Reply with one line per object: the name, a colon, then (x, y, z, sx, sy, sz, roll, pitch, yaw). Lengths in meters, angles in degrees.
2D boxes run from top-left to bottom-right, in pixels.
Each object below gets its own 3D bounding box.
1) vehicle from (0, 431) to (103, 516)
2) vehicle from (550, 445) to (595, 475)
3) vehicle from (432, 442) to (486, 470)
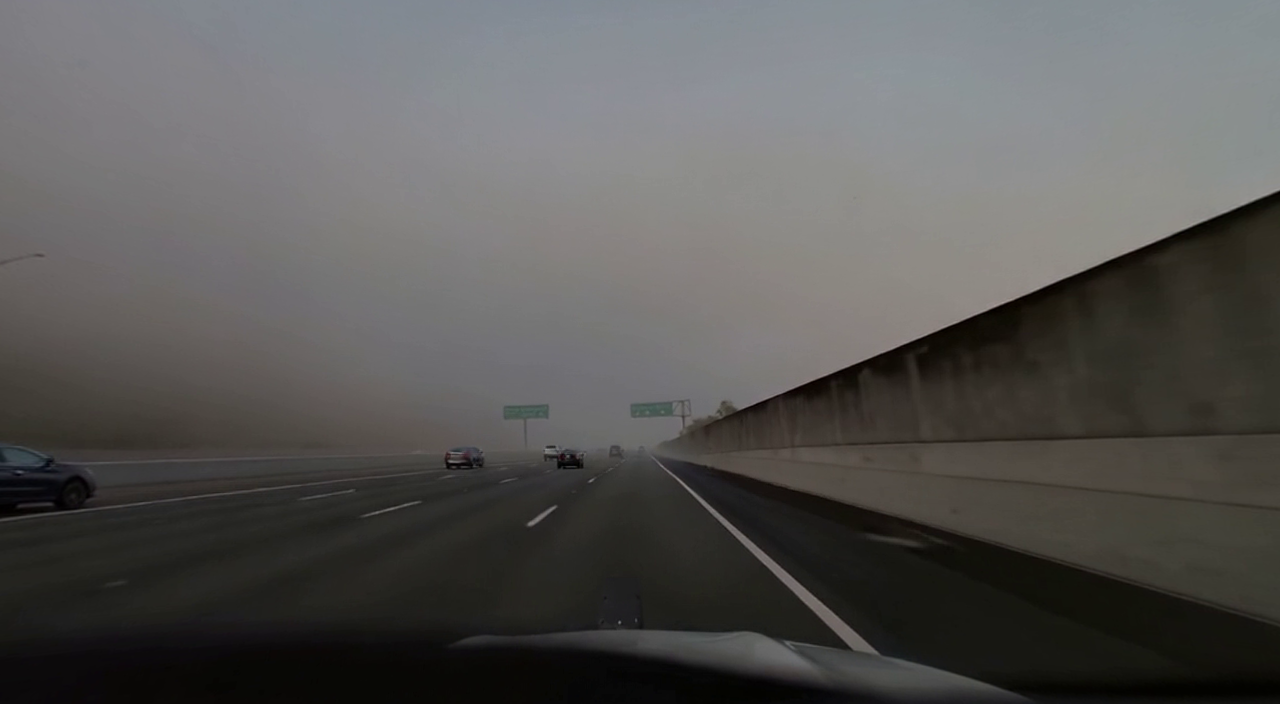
vehicle: (-13.307, 2.316, 12.031, 2.035, 1.630, 4.527, 0, -8, 2)
vehicle: (-3.595, 5.848, 34.341, 1.931, 1.492, 4.076, 0, -8, 1)
vehicle: (-12.167, 6.983, 42.716, 2.076, 1.766, 4.831, 0, -8, 2)
